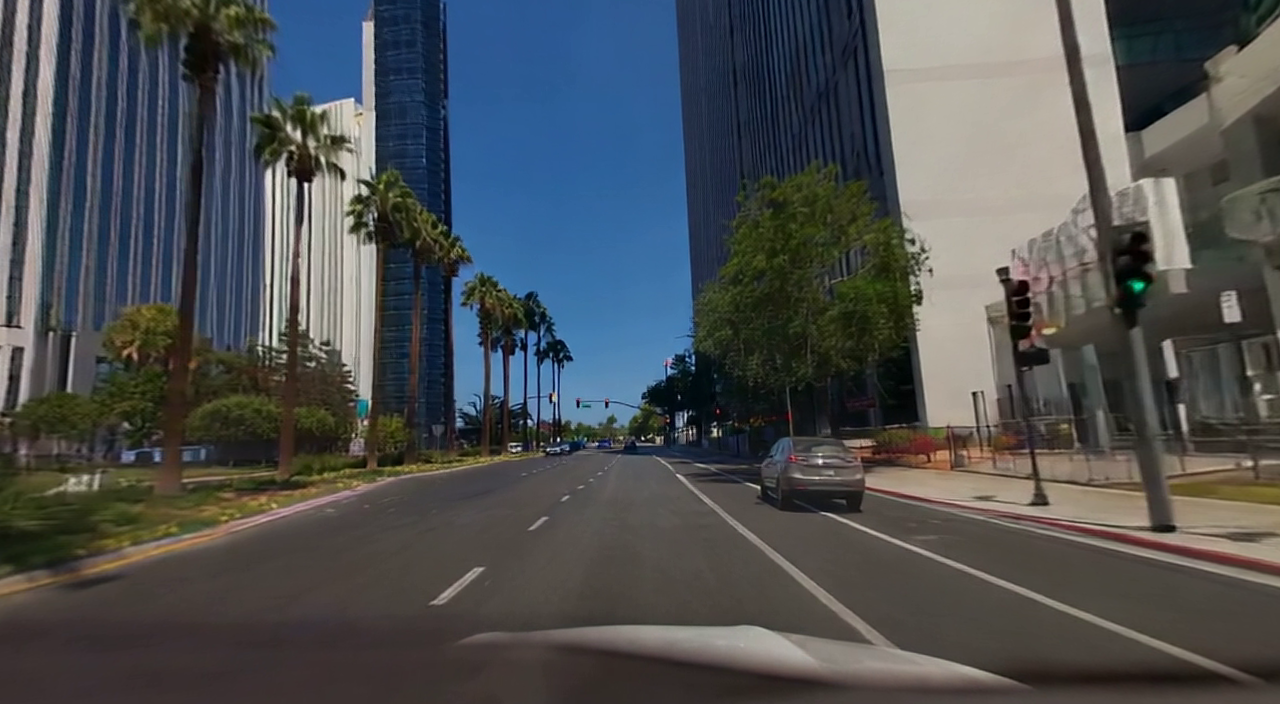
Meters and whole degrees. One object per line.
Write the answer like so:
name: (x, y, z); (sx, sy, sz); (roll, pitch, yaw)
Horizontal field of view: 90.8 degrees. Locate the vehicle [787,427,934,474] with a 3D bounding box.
vehicle: (8.461, 3.838, 24.620); (4.871, 1.708, 2.144); (0, -8, -2)
